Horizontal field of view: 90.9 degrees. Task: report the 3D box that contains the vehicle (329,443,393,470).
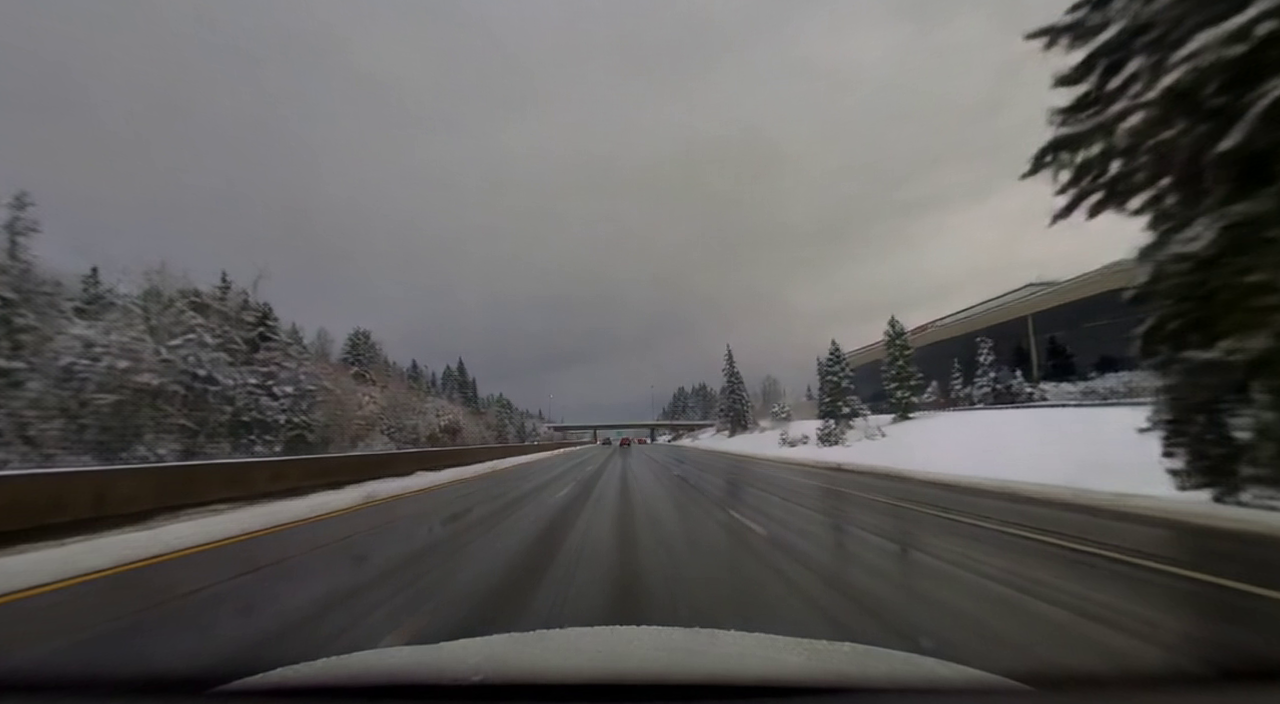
[{"bbox_3d":[-17.436,6.539,39.652,1.913,1.494,4.609,0,-8,0],"label":"vehicle"}]
